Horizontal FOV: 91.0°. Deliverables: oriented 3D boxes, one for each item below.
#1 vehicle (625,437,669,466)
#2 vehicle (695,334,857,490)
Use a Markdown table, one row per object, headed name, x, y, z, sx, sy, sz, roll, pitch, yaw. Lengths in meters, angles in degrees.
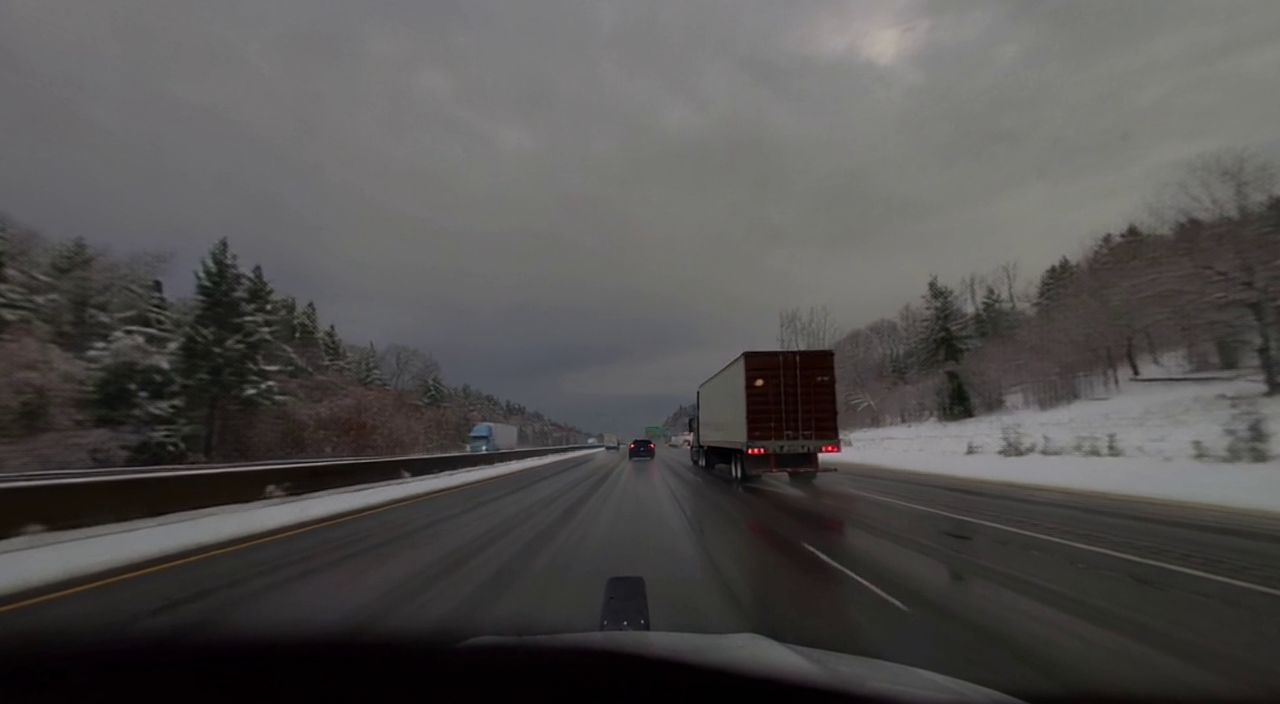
| name | x | y | z | sx | sy | sz | roll | pitch | yaw |
| --- | --- | --- | --- | --- | --- | --- | --- | --- | --- |
| vehicle | 0.465 | 5.785 | 36.850 | 2.139 | 1.607 | 4.034 | -1 | -8 | 7 |
| vehicle | 4.225 | 2.551 | 23.866 | 3.005 | 4.131 | 14.221 | 0 | -8 | 0 |
